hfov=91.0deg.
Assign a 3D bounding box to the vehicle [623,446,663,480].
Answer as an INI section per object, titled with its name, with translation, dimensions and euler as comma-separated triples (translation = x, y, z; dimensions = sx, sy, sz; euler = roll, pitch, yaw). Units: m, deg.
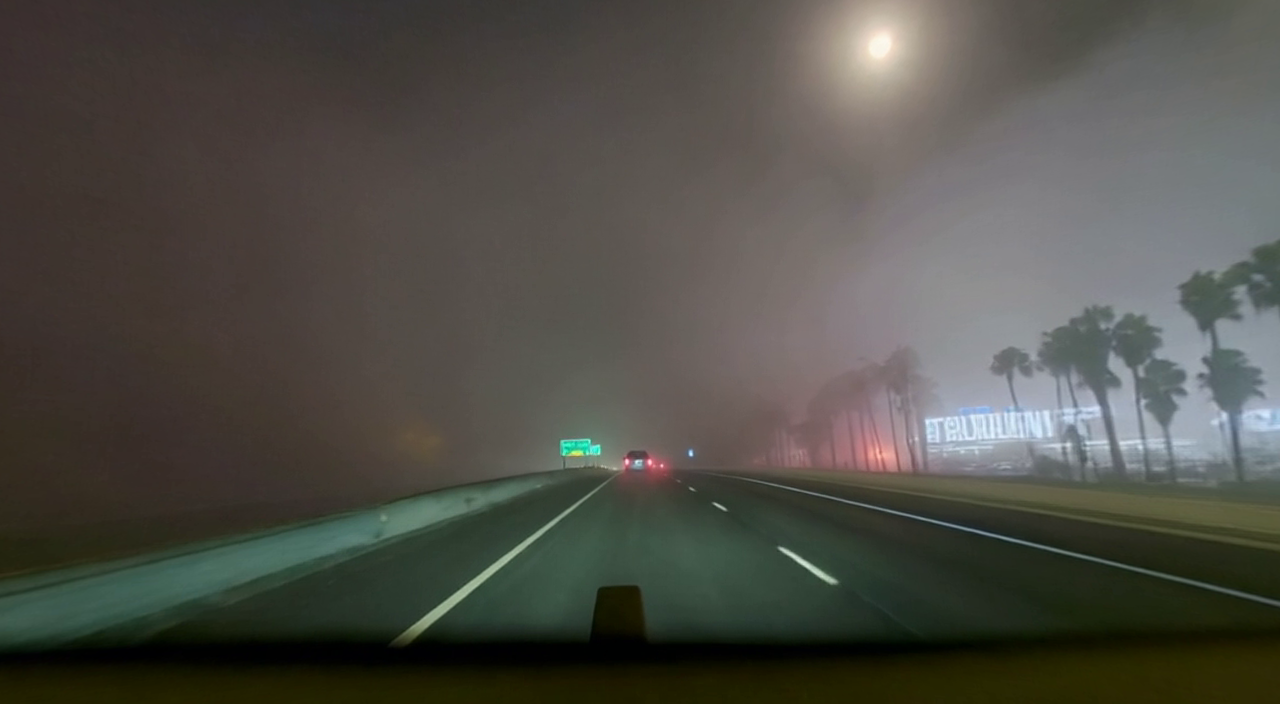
[vehicle]
translation = 0.125, 6.106, 34.860
dimensions = 2.089, 1.718, 4.193
euler = 0, -9, 0
